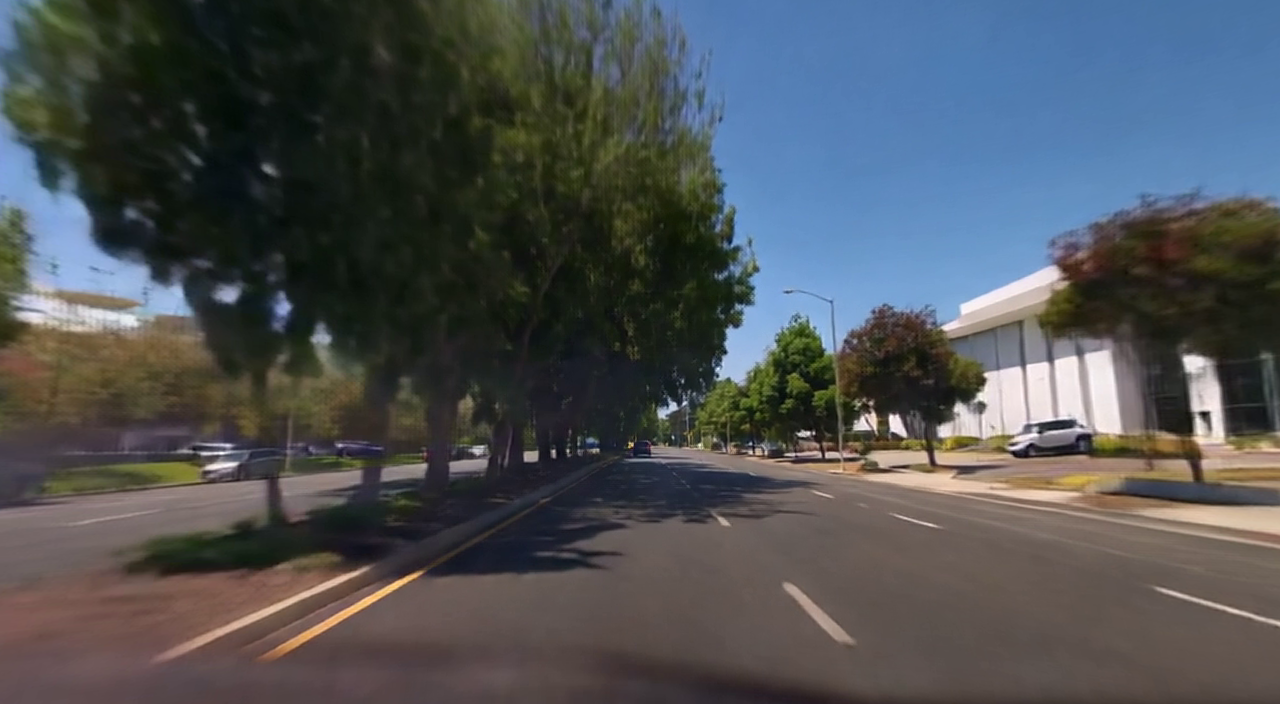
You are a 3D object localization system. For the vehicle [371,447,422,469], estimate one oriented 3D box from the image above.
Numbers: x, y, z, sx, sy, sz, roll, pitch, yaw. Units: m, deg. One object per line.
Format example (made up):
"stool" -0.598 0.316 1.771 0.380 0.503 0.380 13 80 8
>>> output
"vehicle" -18.652 8.129 48.488 1.964 1.618 4.622 0 -8 1

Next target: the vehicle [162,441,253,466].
"vehicle" -27.630 6.515 40.403 4.336 1.560 1.980 0 -8 0

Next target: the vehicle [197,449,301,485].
"vehicle" -18.995 5.561 30.943 1.814 1.577 5.024 0 -8 1

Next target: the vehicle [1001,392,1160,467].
"vehicle" 21.889 4.001 31.929 3.006 3.375 6.598 0 -8 -2
